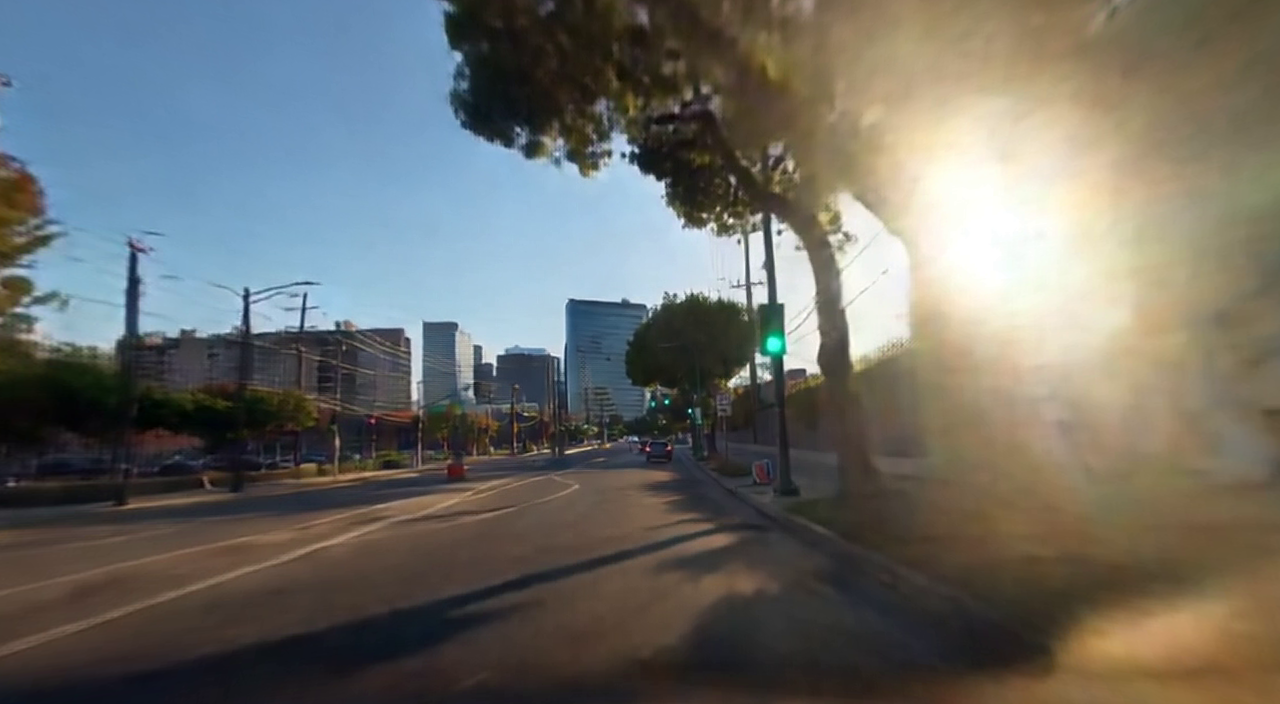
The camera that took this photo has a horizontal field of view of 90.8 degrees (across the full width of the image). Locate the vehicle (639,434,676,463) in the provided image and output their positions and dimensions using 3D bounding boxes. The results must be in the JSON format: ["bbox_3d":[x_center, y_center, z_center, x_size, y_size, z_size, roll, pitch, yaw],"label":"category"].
[{"bbox_3d":[1.046,5.740,37.630,2.105,1.611,3.750,0,-8,2],"label":"vehicle"}]
